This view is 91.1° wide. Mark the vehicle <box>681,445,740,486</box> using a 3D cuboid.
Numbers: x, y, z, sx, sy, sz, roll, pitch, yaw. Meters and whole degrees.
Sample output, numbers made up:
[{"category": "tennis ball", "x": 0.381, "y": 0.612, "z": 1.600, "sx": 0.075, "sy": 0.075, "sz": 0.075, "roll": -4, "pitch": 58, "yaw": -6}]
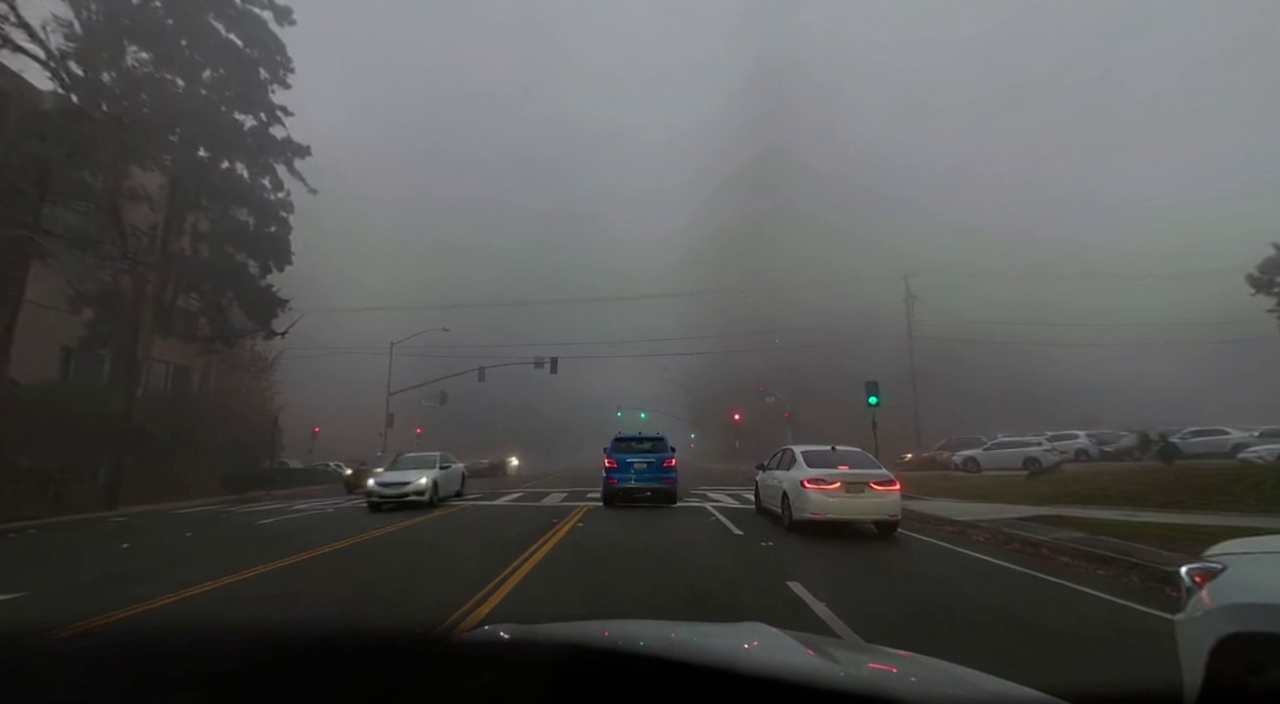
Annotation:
[{"category": "vehicle", "x": 3.168, "y": 5.215, "z": 29.204, "sx": 2.138, "sy": 1.729, "sz": 4.178, "roll": 0, "pitch": -9, "yaw": -2}]

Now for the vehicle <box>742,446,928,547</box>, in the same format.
[{"category": "vehicle", "x": 3.283, "y": 2.490, "z": 11.634, "sx": 1.900, "sy": 1.478, "sz": 4.425, "roll": 0, "pitch": -9, "yaw": -2}]

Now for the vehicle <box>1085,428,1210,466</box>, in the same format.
[{"category": "vehicle", "x": 26.611, "y": 5.005, "z": 33.045, "sx": 4.704, "sy": 1.919, "sz": 2.130, "roll": 0, "pitch": -9, "yaw": -2}]

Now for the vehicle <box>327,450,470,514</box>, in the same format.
[{"category": "vehicle", "x": -6.367, "y": 3.448, "z": 17.239, "sx": 2.054, "sy": 1.478, "sz": 4.584, "roll": 0, "pitch": -9, "yaw": 0}]

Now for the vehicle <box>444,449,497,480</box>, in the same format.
[{"category": "vehicle", "x": -10.809, "y": 7.182, "z": 40.372, "sx": 2.161, "sy": 1.764, "sz": 4.725, "roll": 0, "pitch": -9, "yaw": -1}]

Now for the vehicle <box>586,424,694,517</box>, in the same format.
[{"category": "vehicle", "x": -0.027, "y": 2.839, "z": 15.530, "sx": 2.296, "sy": 1.947, "sz": 4.168, "roll": 0, "pitch": -9, "yaw": -1}]

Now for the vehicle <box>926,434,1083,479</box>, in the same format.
[{"category": "vehicle", "x": 13.602, "y": 3.896, "z": 23.617, "sx": 4.648, "sy": 1.583, "sz": 2.018, "roll": 0, "pitch": -9, "yaw": -2}]
